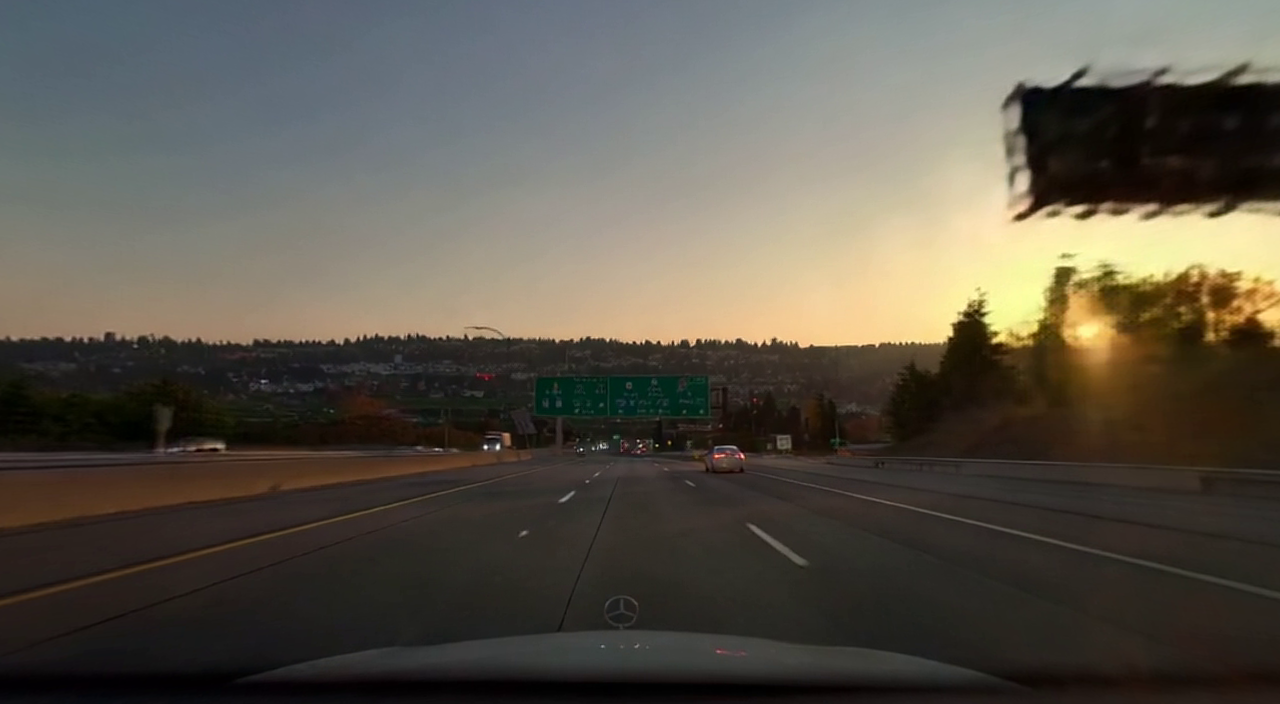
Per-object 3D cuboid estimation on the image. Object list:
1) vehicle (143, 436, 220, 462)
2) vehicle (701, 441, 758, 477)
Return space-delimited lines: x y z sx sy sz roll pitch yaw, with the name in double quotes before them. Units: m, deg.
"vehicle" -33.345 7.088 45.914 2.004 1.820 4.685 -1 -9 0
"vehicle" 4.105 5.030 29.622 1.984 1.540 3.973 0 -9 -2
